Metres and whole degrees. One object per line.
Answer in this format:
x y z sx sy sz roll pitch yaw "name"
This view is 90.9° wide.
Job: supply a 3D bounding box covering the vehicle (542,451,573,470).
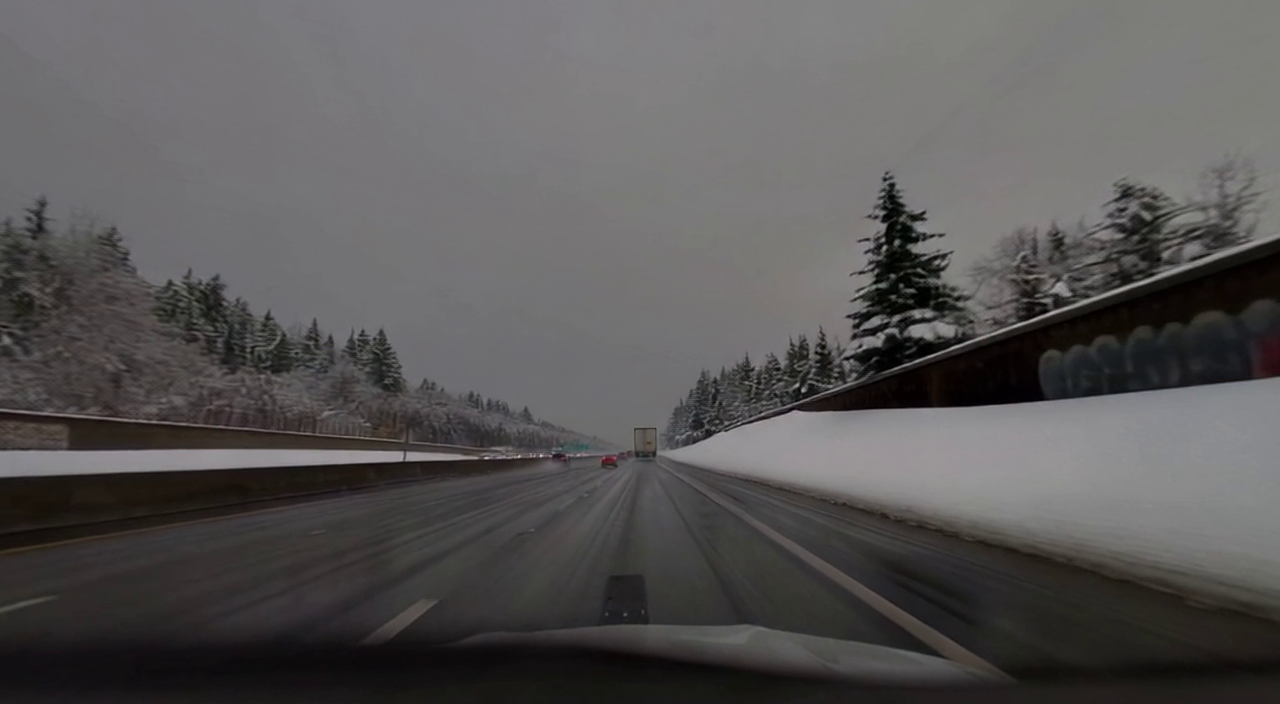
-6.490 8.544 49.879 2.027 1.431 3.033 0 -9 1 "vehicle"
